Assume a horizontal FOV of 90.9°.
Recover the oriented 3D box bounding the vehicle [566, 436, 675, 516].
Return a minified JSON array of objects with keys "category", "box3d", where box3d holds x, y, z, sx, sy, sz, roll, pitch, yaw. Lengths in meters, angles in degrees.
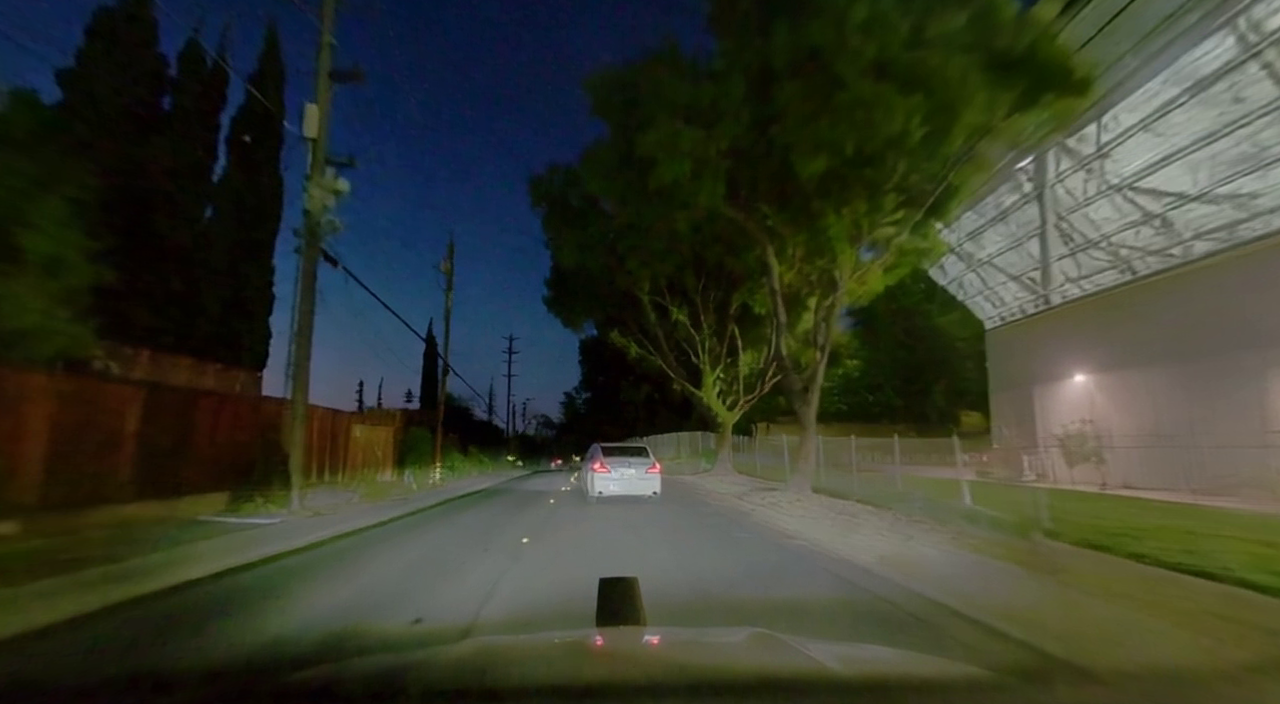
[{"category":"vehicle","box3d":[-0.446,2.624,13.929,2.060,1.487,3.920,0,-8,-2]}]
